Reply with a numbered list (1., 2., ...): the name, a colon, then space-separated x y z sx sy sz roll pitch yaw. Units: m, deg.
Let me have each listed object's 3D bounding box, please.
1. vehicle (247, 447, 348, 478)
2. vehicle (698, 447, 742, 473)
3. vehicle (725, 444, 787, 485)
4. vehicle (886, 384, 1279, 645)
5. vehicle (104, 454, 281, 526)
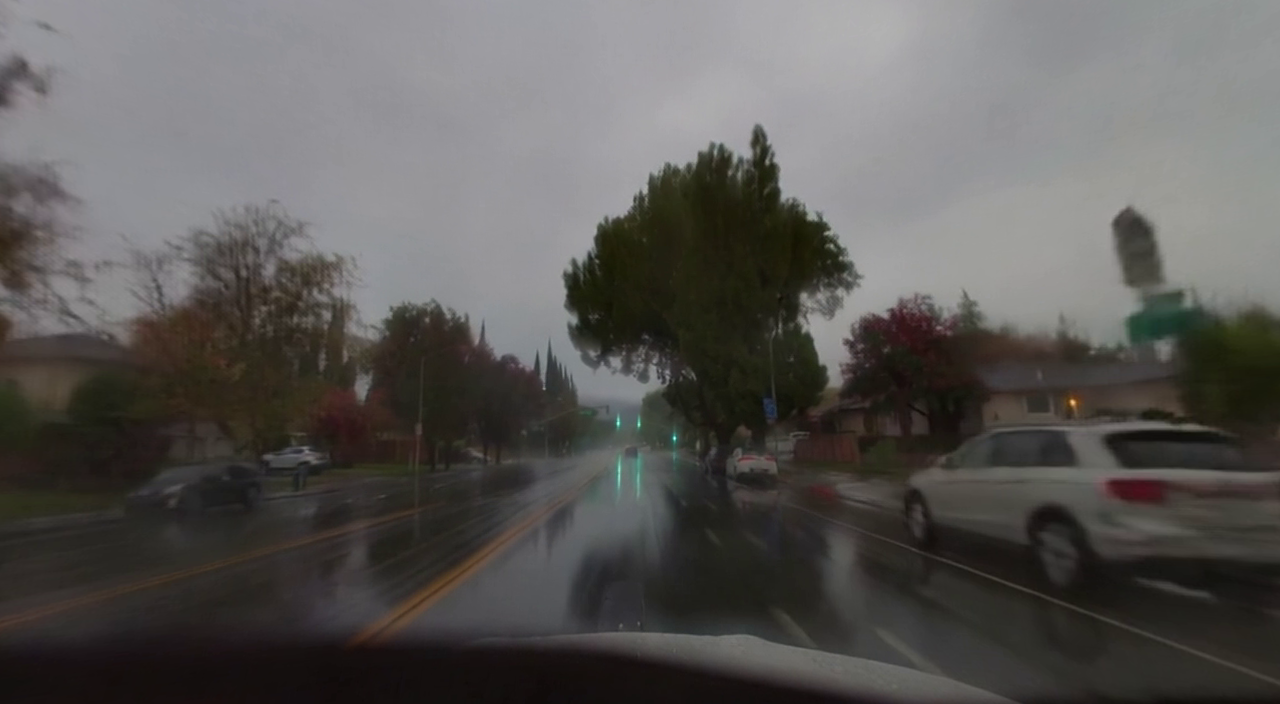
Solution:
1. vehicle: -20.944 6.756 38.806 4.931 1.801 2.142 0 -9 -1
2. vehicle: 4.673 6.402 37.775 2.065 1.463 4.814 0 -8 1
3. vehicle: 4.766 4.639 26.329 1.875 1.540 3.402 0 -9 -1
4. vehicle: 4.739 1.468 6.817 2.180 1.782 4.790 0 -9 -1
5. vehicle: -12.304 3.770 17.806 1.939 1.537 4.197 -3 -7 0
